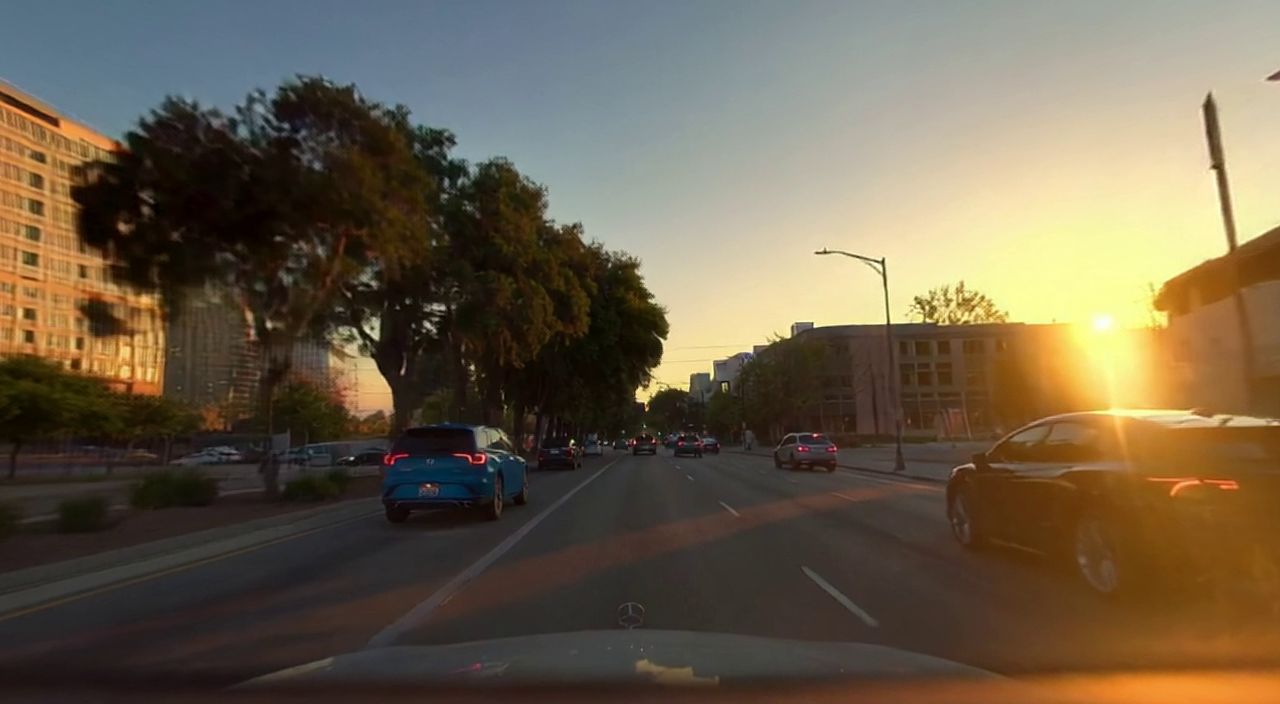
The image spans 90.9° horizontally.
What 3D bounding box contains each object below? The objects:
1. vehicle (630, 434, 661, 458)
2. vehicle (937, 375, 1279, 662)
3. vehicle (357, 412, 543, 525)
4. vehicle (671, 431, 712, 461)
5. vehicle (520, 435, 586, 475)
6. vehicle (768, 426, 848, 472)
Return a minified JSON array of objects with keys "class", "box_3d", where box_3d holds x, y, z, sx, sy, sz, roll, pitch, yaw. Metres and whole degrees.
[{"class":"vehicle","box_3d":[0.430,7.379,49.522,2.304,1.795,4.526,0,-9,0]},{"class":"vehicle","box_3d":[4.789,1.289,5.925,2.088,1.666,4.512,-1,-9,5]},{"class":"vehicle","box_3d":[-3.267,2.127,11.953,2.141,1.719,4.379,0,-9,0]},{"class":"vehicle","box_3d":[3.307,6.207,41.582,2.178,1.804,4.766,0,-9,-1]},{"class":"vehicle","box_3d":[-3.440,4.187,25.728,2.036,1.465,4.301,0,-9,1]},{"class":"vehicle","box_3d":[7.011,4.118,26.829,2.076,1.793,4.464,0,-9,-1]}]
